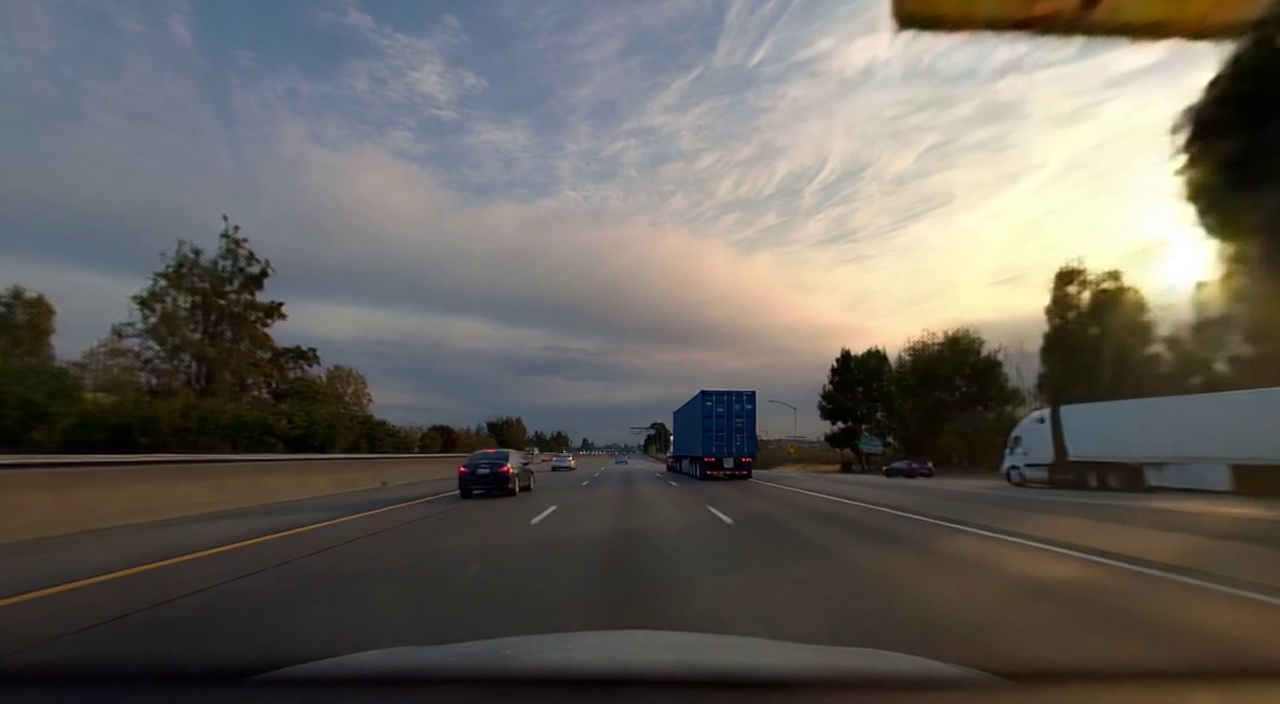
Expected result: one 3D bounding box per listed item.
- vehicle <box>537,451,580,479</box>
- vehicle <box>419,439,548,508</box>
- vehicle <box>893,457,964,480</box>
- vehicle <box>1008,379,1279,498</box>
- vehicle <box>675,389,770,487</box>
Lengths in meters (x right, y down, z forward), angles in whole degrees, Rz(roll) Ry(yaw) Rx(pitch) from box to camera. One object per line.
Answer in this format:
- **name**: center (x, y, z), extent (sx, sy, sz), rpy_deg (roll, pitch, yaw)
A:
- **vehicle**: center (-4.698, 6.559, 36.803), extent (2.063, 1.532, 3.763), rpy_deg (0, -9, -1)
- **vehicle**: center (-4.196, 3.371, 17.973), extent (2.370, 1.647, 5.091), rpy_deg (0, -9, 0)
- **vehicle**: center (19.667, 7.958, 43.250), extent (1.989, 1.430, 4.811), rpy_deg (2, -9, -10)
- **vehicle**: center (23.997, 3.657, 26.167), extent (3.081, 4.331, 17.117), rpy_deg (3, -10, -17)
- **vehicle**: center (3.772, 4.590, 32.710), extent (2.821, 4.046, 12.876), rpy_deg (0, -9, -2)
